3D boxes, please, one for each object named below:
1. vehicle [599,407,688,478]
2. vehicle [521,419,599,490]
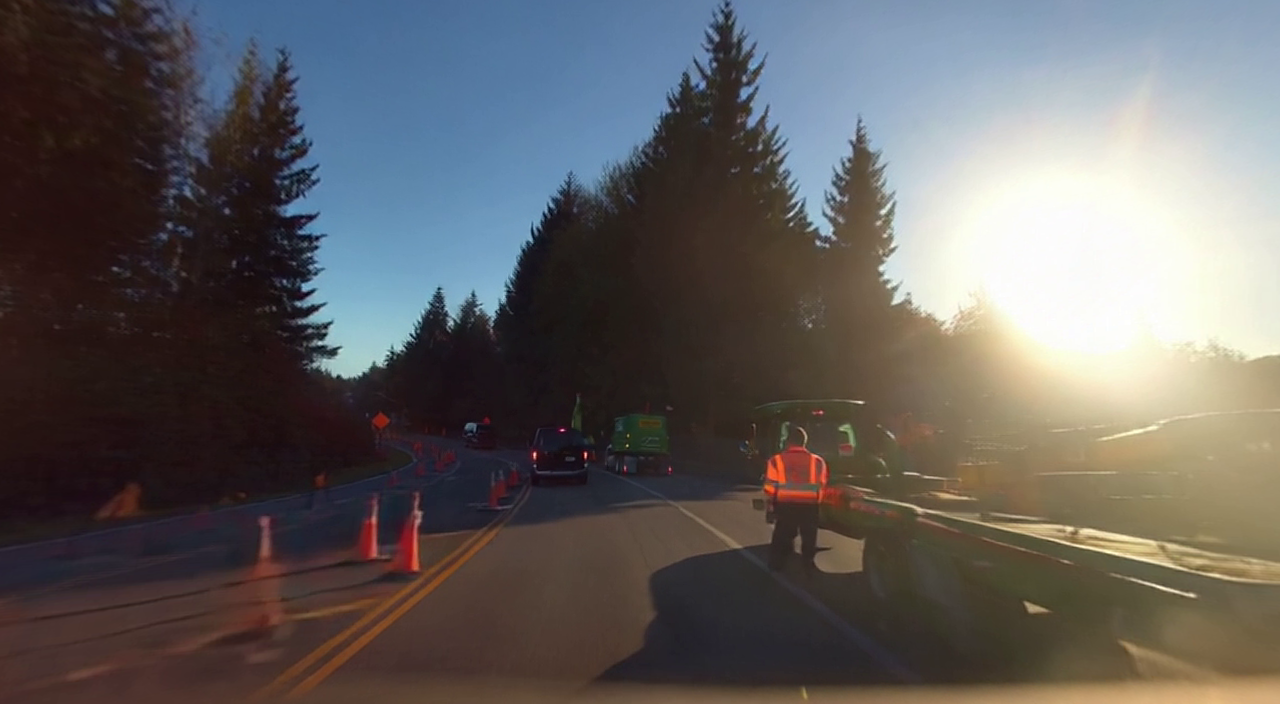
[{"bbox_3d":[-0.090,4.789,33.917,3.126,3.310,8.534,1,-8,-11],"label":"vehicle"},{"bbox_3d":[-2.998,3.620,22.659,2.362,2.223,4.892,2,-9,-12],"label":"vehicle"}]
